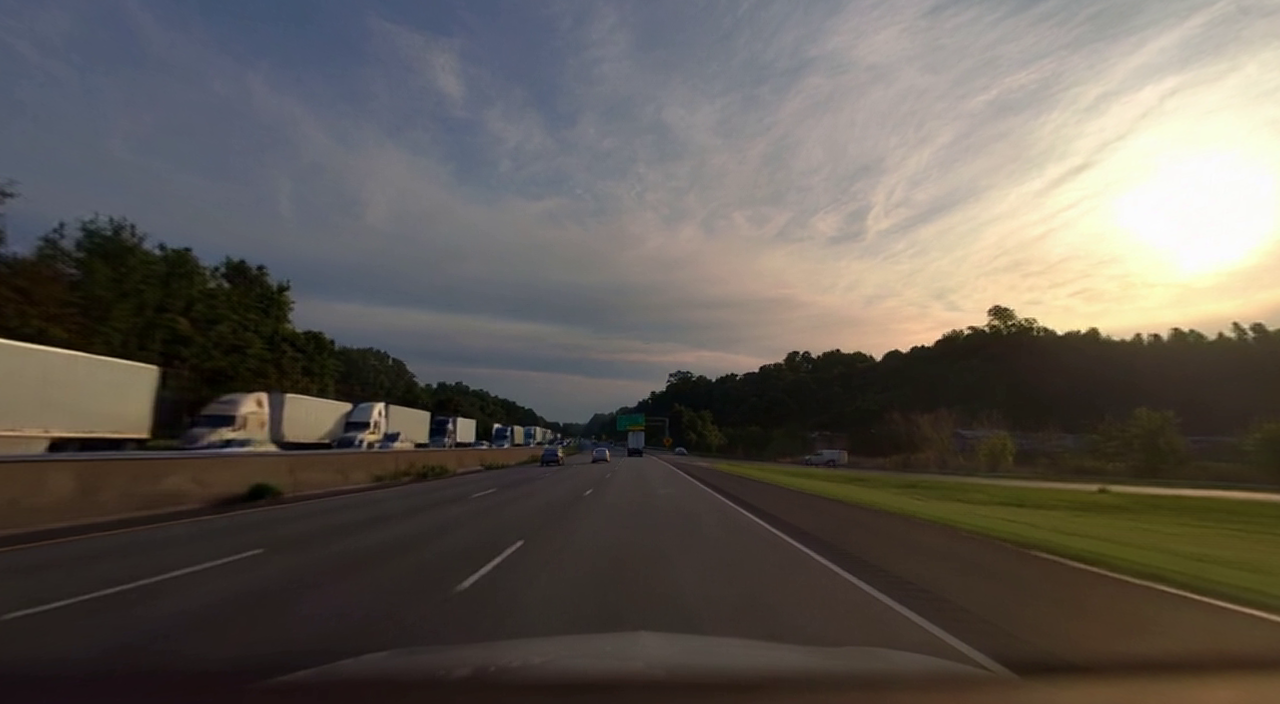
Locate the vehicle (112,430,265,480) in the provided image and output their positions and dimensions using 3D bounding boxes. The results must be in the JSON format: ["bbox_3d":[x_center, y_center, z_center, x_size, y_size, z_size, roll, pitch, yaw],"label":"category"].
[{"bbox_3d":[-14.310,3.303,20.325,1.841,1.428,4.119,0,-9,0],"label":"vehicle"}]

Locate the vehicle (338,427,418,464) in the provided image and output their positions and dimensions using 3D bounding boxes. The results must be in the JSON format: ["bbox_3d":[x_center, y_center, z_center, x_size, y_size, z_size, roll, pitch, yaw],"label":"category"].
[{"bbox_3d":[-13.988,5.062,34.057,2.133,1.816,5.142,0,-9,-1],"label":"vehicle"}]

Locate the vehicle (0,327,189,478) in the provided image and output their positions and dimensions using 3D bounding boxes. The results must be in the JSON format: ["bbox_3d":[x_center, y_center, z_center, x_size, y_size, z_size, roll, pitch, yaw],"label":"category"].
[{"bbox_3d":[-18.497,1.298,16.404,2.834,3.974,14.371,0,-9,0],"label":"vehicle"}]

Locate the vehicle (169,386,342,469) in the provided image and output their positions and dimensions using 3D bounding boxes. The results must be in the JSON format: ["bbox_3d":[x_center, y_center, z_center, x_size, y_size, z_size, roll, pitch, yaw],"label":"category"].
[{"bbox_3d":[-18.737,3.974,31.781,2.774,3.524,9.153,-1,-9,1],"label":"vehicle"}]

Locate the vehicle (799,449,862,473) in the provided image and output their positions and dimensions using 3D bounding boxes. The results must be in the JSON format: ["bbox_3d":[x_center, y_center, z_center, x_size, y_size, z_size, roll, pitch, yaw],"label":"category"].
[{"bbox_3d":[14.658,8.434,48.675,2.080,1.725,4.252,8,-12,-34],"label":"vehicle"}]

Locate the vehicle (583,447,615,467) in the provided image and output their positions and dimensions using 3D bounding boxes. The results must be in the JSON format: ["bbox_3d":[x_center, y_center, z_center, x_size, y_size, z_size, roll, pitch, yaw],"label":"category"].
[{"bbox_3d":[-3.079,8.047,48.217,2.076,1.453,4.094,0,-9,1],"label":"vehicle"}]
